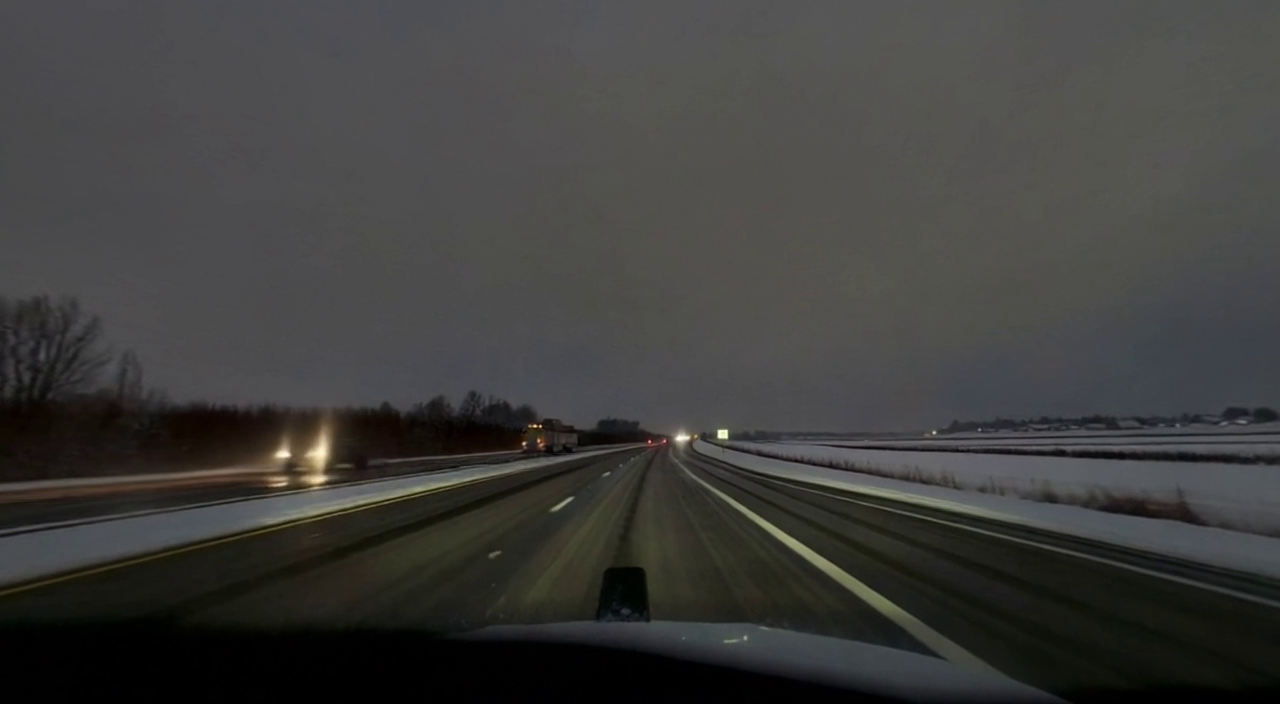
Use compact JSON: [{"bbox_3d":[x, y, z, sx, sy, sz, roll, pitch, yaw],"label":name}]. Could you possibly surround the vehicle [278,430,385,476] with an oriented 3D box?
[{"bbox_3d":[-14.042,4.629,29.110,2.003,1.930,5.528,0,-8,2],"label":"vehicle"}]
